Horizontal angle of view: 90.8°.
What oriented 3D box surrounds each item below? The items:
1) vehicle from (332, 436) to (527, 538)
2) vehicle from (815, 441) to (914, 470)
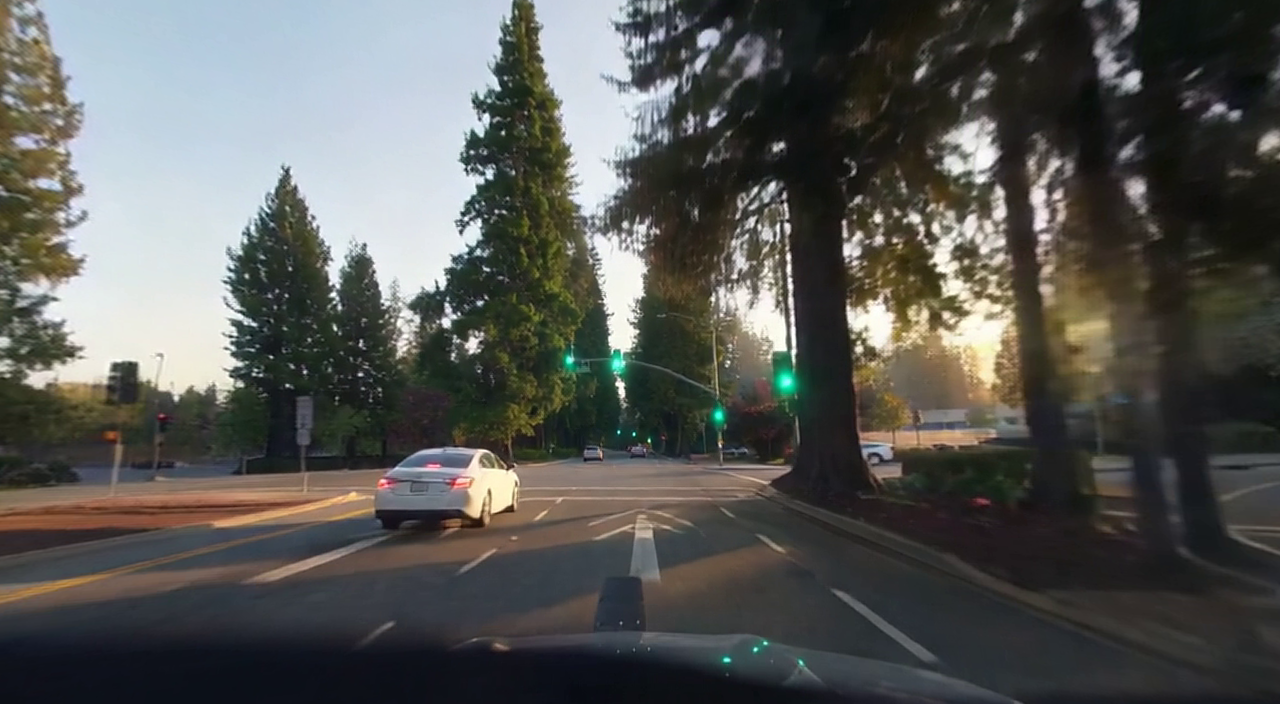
[{"bbox_3d":[-3.465,2.293,11.463,1.968,1.459,4.433,0,-8,1],"label":"vehicle"},{"bbox_3d":[12.042,5.583,34.081,4.632,1.473,1.889,1,-8,-3],"label":"vehicle"}]
